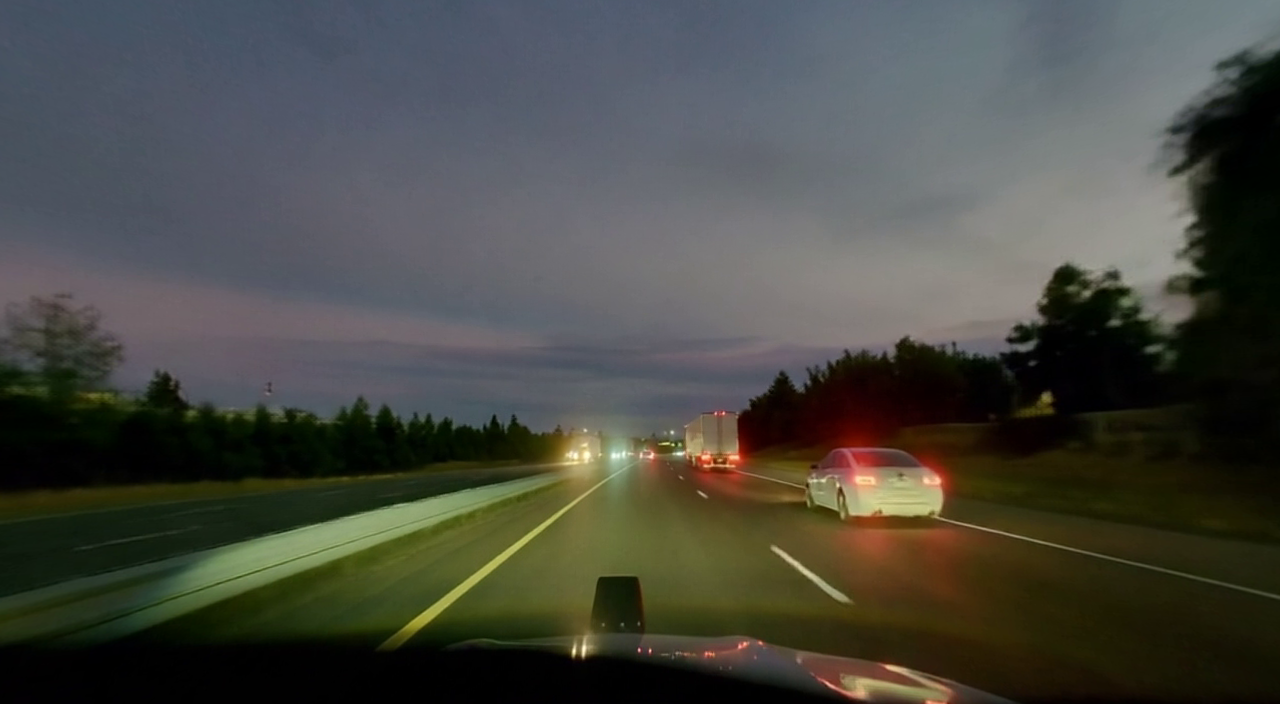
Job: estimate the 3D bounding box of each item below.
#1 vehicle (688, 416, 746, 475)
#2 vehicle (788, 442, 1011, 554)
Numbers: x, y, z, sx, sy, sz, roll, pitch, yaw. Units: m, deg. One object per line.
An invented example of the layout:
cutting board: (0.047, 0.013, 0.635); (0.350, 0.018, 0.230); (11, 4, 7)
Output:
vehicle: (5.140, 6.584, 44.242); (2.866, 3.558, 11.674); (0, -9, 1)
vehicle: (3.910, 2.246, 10.390); (1.893, 1.442, 4.039); (0, -9, -1)
